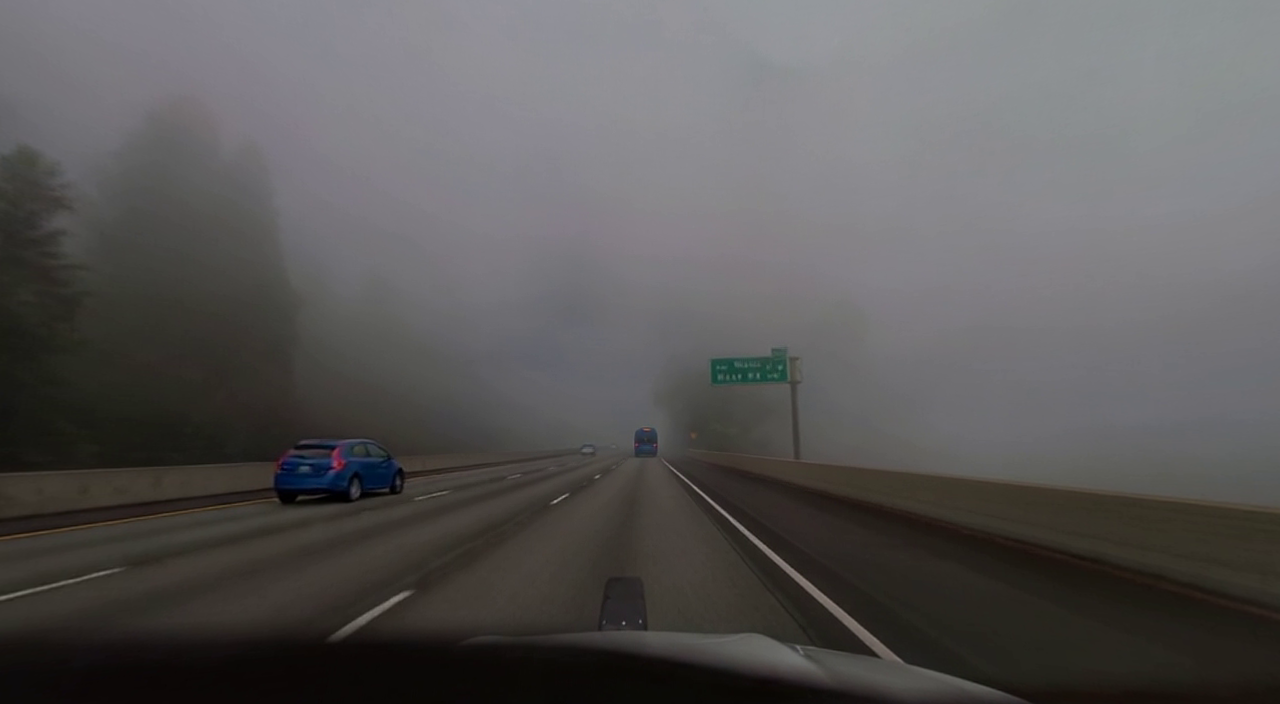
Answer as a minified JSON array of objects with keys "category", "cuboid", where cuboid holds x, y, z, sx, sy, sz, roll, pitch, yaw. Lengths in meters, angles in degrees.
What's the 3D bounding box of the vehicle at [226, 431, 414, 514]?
[{"category":"vehicle","cuboid":[-7.429,2.826,15.344,2.080,1.674,4.660,0,-8,1]}]
